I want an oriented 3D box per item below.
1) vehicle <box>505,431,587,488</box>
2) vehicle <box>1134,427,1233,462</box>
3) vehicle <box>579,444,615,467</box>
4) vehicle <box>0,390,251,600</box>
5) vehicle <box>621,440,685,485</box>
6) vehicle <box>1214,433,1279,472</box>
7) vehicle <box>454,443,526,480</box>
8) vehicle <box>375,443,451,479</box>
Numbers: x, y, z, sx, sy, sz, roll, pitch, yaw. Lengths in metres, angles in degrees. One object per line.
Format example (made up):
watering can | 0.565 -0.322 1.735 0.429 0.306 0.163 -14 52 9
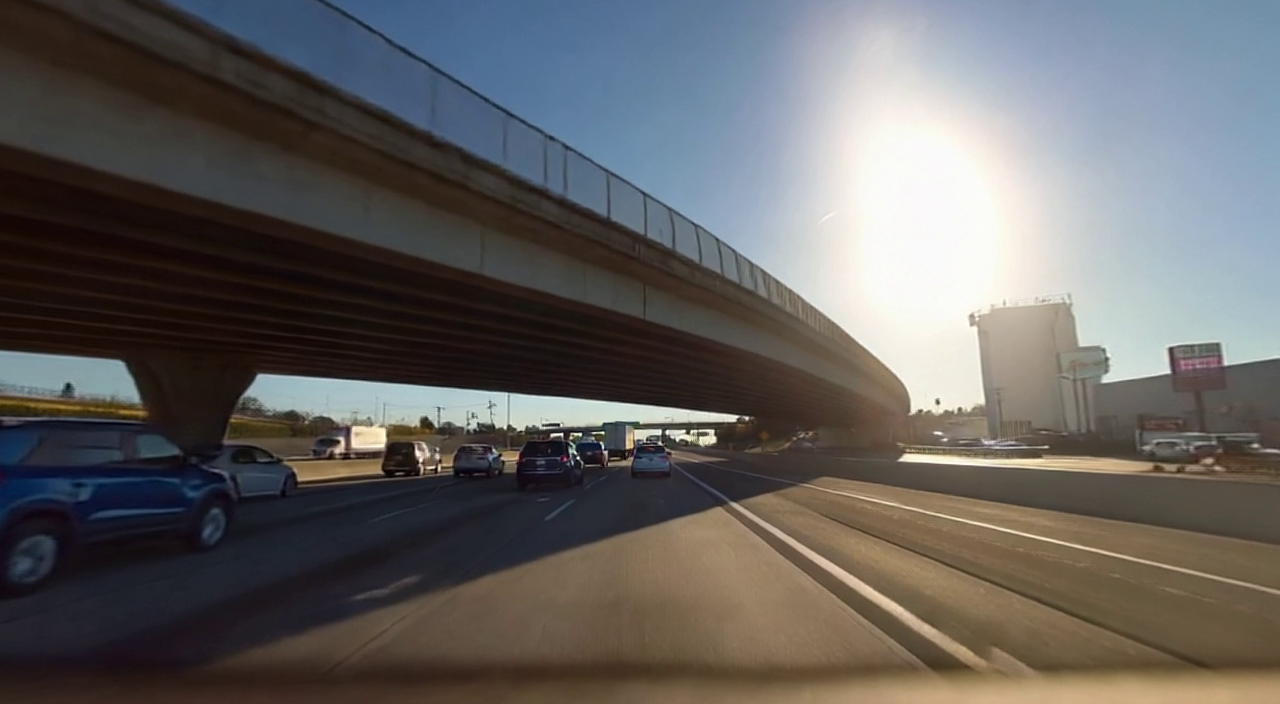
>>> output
vehicle | -3.080 3.645 21.648 2.007 1.730 4.412 0 -8 1
vehicle | 30.862 5.299 35.968 1.939 1.888 3.984 0 -9 -1
vehicle | -2.933 7.156 43.823 2.048 1.497 4.466 0 -8 1
vehicle | -6.615 1.395 6.504 2.125 1.804 4.864 0 -8 -1
vehicle | 0.435 3.903 22.592 2.090 1.474 3.970 0 -8 1
vehicle | 30.856 4.825 30.479 1.858 1.741 4.683 -2 -7 1
vehicle | -6.321 4.650 27.110 1.933 1.439 4.441 0 -8 1
vehicle | -10.102 4.855 28.417 1.861 1.495 4.007 0 -8 1
